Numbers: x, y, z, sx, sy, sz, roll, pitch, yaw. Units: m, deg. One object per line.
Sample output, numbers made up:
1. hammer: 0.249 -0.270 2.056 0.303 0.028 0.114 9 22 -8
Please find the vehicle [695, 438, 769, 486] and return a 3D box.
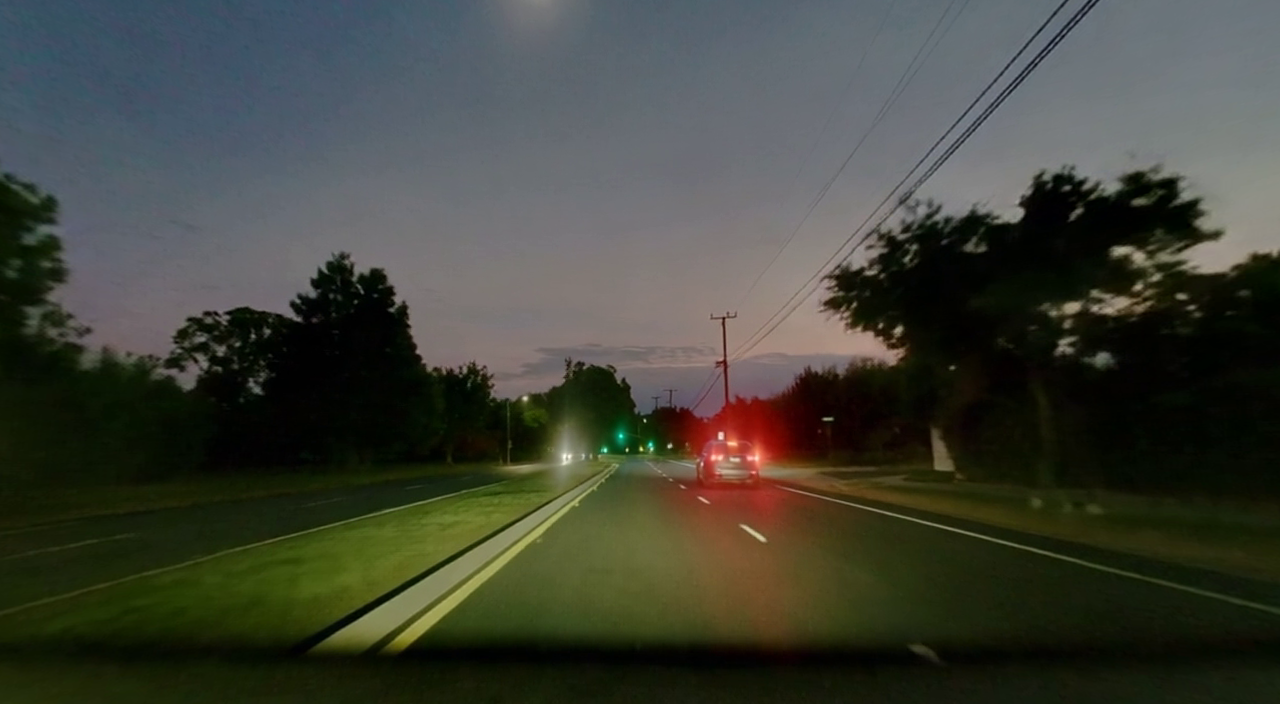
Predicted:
1. vehicle: 3.650 4.459 25.977 2.193 1.777 4.772 0 -9 -1
